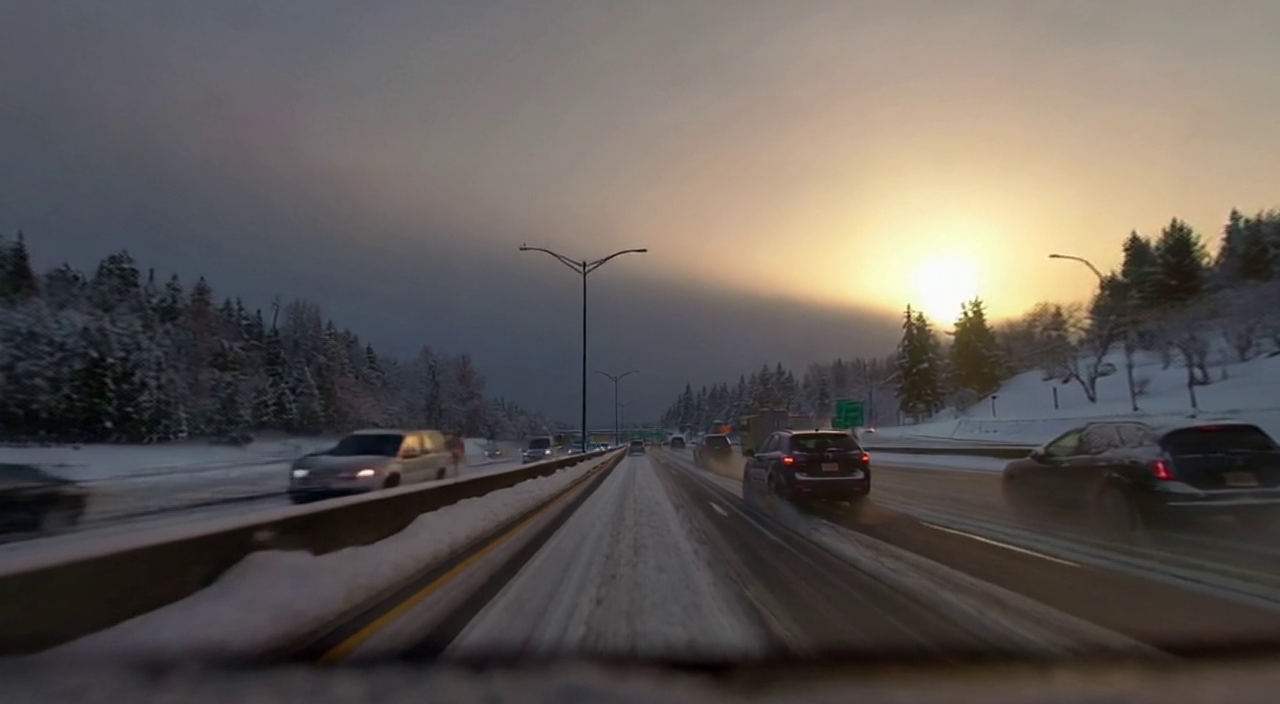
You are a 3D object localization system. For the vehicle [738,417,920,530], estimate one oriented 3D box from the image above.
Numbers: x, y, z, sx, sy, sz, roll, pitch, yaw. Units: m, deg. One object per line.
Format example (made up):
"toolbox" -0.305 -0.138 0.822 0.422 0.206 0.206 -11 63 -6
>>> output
"vehicle" 3.238 2.187 11.895 2.059 1.711 4.302 0 -9 0

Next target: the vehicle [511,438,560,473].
"vehicle" -5.855 5.839 35.895 2.048 1.838 4.587 0 -9 -1

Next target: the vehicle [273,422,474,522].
"vehicle" -5.900 2.738 15.036 2.405 1.932 5.424 0 -9 0

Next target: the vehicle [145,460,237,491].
"vehicle" -26.049 7.167 36.881 1.994 1.554 4.595 0 -9 -1

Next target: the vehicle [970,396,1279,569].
"vehicle" 7.187 1.731 9.160 2.040 1.801 4.959 0 -9 -1
